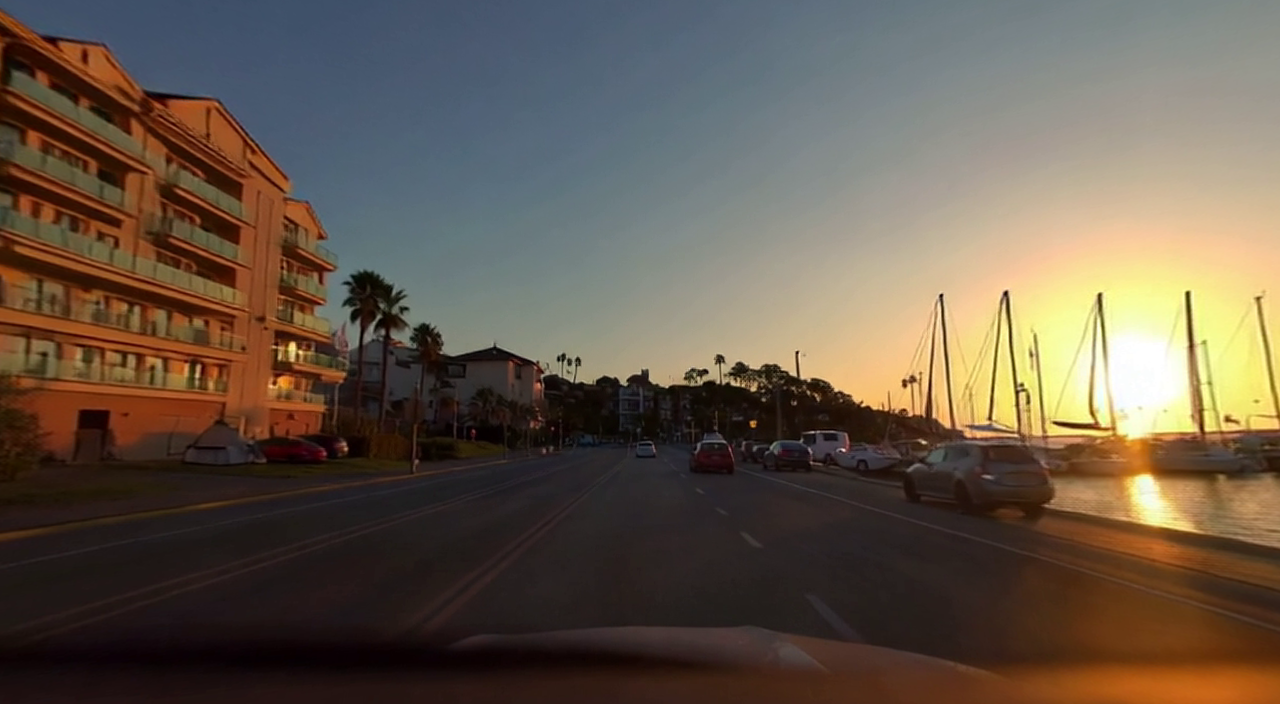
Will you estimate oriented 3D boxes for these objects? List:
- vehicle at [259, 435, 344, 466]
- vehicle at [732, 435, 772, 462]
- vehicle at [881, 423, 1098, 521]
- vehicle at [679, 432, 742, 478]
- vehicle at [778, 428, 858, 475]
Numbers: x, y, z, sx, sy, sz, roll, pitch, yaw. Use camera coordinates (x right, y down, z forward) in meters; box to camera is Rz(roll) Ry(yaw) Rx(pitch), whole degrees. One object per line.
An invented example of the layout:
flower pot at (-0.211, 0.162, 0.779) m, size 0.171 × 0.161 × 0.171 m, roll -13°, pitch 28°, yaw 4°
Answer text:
vehicle at (-17.953, 5.254, 33.724) m, size 1.840 × 1.522 × 4.695 m, roll -1°, pitch -8°, yaw 2°
vehicle at (8.027, 6.986, 45.702) m, size 1.969 × 1.852 × 4.513 m, roll 0°, pitch -8°, yaw -1°
vehicle at (7.253, 2.527, 13.850) m, size 2.029 × 1.750 × 4.825 m, roll 0°, pitch -8°, yaw 1°
vehicle at (2.690, 4.055, 25.032) m, size 2.047 × 1.640 × 4.051 m, roll 0°, pitch -8°, yaw 0°
vehicle at (7.992, 4.517, 28.836) m, size 2.056 × 1.896 × 5.062 m, roll 0°, pitch -8°, yaw -1°
